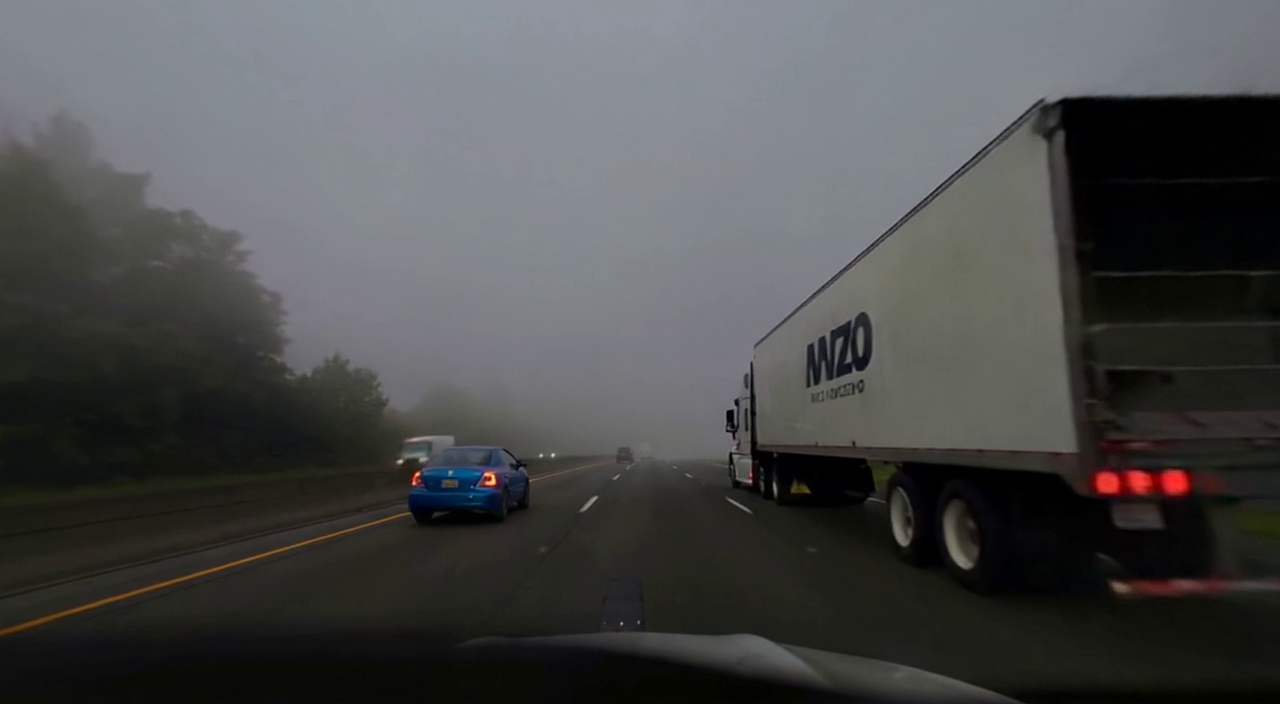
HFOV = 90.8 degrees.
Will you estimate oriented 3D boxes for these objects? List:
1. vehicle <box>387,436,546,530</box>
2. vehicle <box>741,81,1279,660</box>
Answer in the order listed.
[{"bbox_3d":[-3.208,2.504,12.704,1.945,1.537,4.294,0,-9,1],"label":"vehicle"},{"bbox_3d":[4.454,1.034,11.255,2.832,4.034,13.924,0,-9,-1],"label":"vehicle"}]
